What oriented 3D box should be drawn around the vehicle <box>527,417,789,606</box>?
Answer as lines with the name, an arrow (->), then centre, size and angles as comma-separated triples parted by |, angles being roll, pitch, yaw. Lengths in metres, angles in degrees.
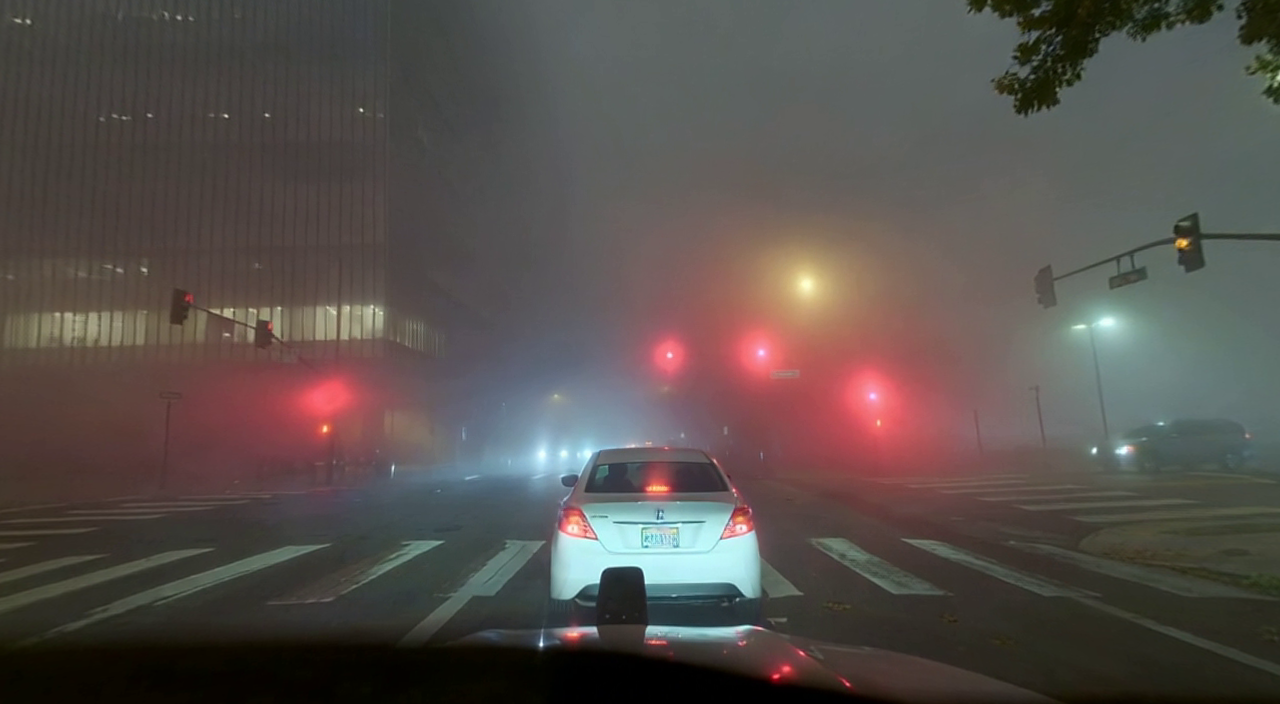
vehicle -> -0.149, 1.643, 7.494 | 1.893, 1.532, 4.145 | 2, -9, -16

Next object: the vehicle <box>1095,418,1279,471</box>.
vehicle -> 19.157, 3.261, 22.220 | 4.675, 1.772, 1.945 | 0, -8, 0
